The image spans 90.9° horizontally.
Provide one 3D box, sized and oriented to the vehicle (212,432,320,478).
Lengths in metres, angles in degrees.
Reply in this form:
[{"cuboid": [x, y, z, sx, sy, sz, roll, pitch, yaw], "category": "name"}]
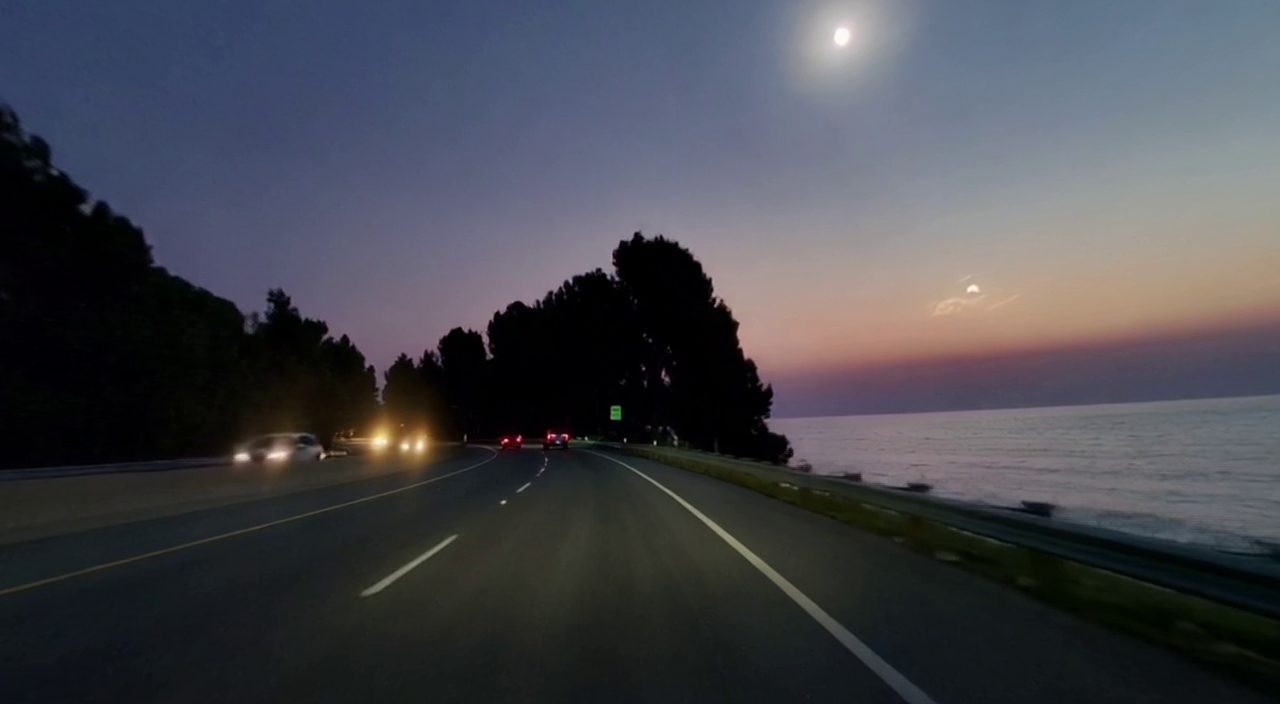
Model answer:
[{"cuboid": [-15.912, 4.394, 27.159, 2.276, 1.759, 4.462, 1, -8, -7], "category": "vehicle"}]
